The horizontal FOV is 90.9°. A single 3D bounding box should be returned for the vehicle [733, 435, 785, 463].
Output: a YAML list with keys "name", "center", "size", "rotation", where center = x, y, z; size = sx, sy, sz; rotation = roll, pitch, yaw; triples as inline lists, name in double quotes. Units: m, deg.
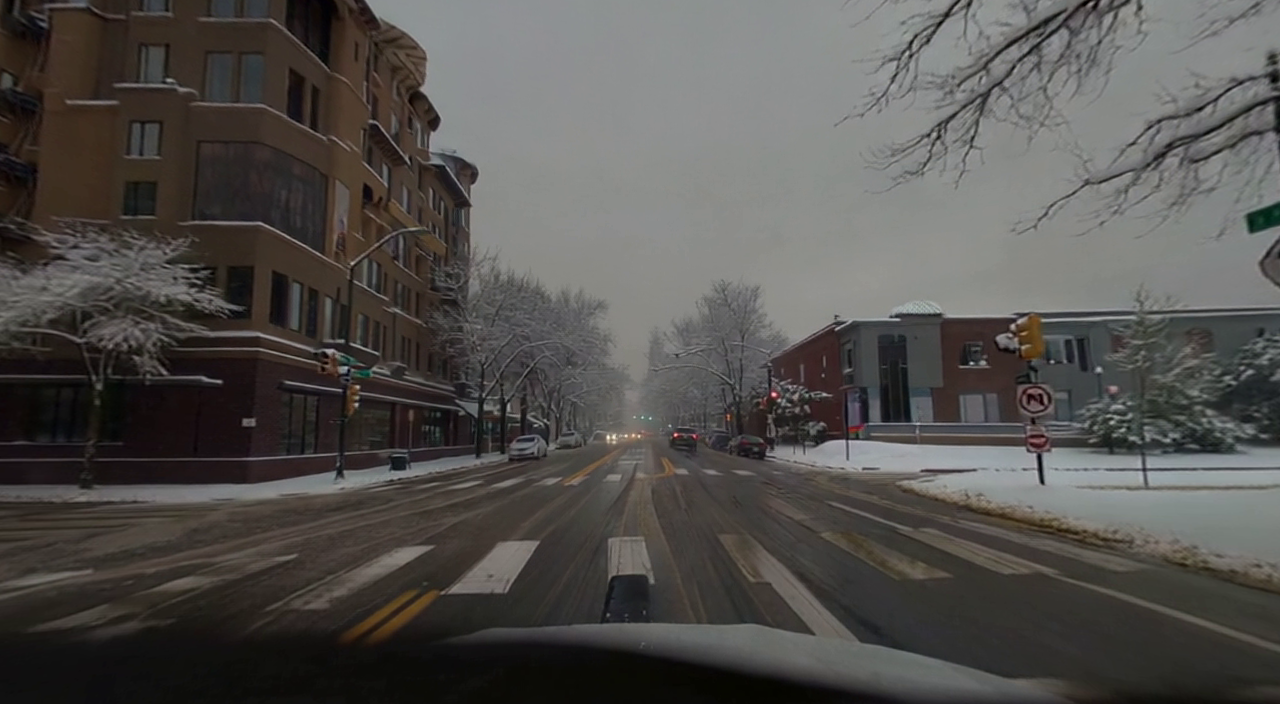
- name: "vehicle"
  center: [6.937, 5.711, 37.259]
  size: [1.997, 1.510, 4.455]
  rotation: [1, -8, -2]

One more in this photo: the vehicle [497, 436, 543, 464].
- name: "vehicle"
  center: [-7.249, 5.933, 38.400]
  size: [2.127, 1.533, 4.547]
  rotation: [-1, -8, -3]
